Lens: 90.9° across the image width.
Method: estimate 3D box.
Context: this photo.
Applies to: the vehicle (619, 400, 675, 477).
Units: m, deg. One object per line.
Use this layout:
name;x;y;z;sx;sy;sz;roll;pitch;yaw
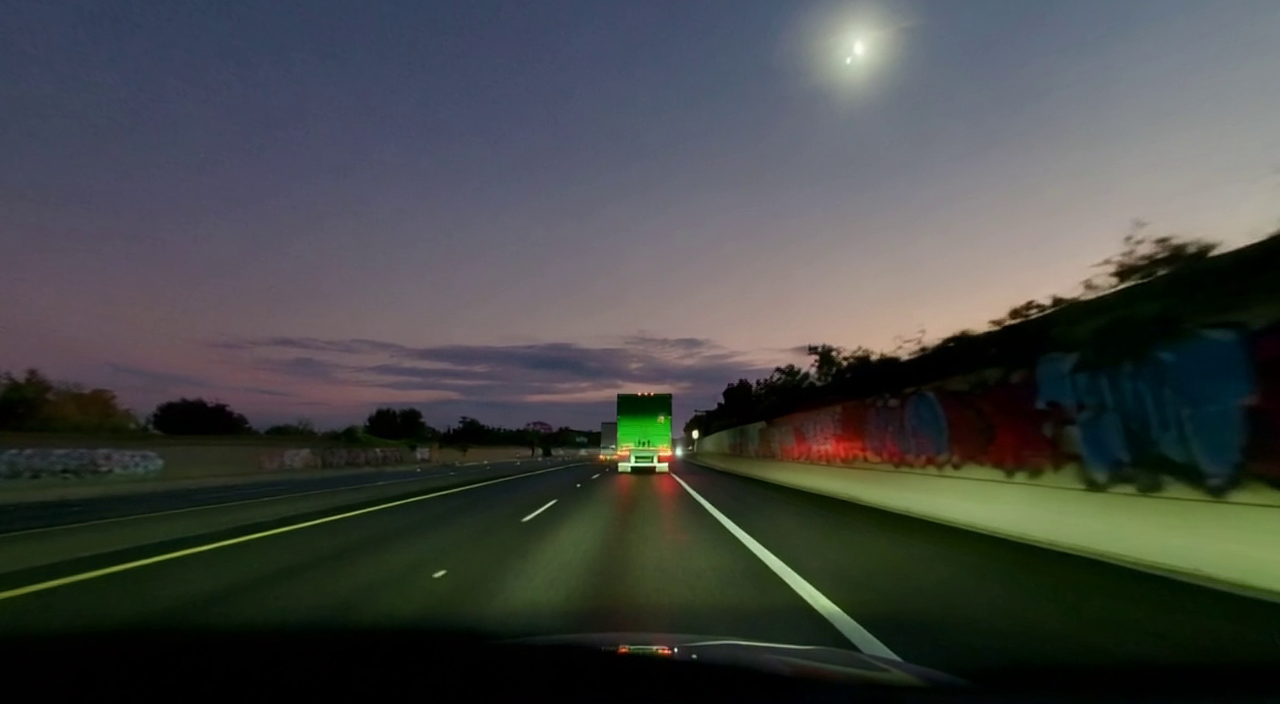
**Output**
vehicle;0.273;5.250;37.701;2.900;3.955;10.151;0;-9;-1
